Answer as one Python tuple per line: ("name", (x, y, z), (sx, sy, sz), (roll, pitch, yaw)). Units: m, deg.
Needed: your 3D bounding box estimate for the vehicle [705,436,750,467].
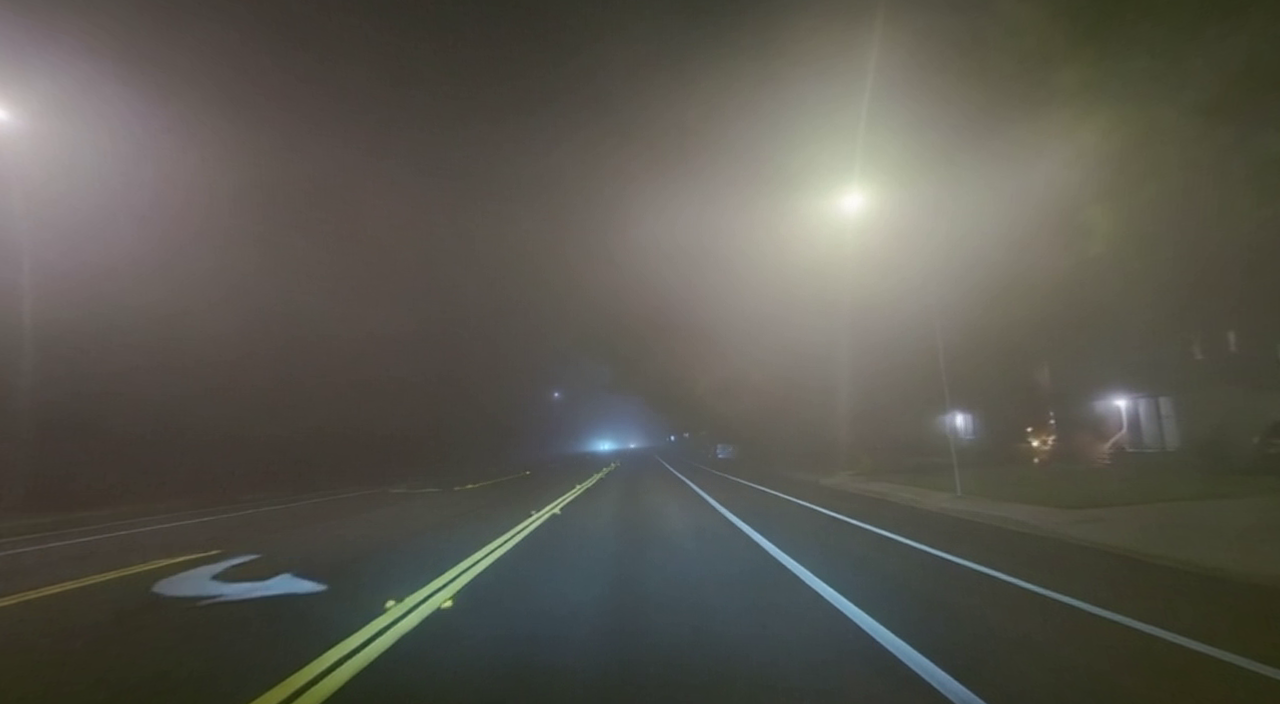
("vehicle", (5.380, 6.191, 39.397), (2.160, 1.800, 4.646), (0, -9, 0))
